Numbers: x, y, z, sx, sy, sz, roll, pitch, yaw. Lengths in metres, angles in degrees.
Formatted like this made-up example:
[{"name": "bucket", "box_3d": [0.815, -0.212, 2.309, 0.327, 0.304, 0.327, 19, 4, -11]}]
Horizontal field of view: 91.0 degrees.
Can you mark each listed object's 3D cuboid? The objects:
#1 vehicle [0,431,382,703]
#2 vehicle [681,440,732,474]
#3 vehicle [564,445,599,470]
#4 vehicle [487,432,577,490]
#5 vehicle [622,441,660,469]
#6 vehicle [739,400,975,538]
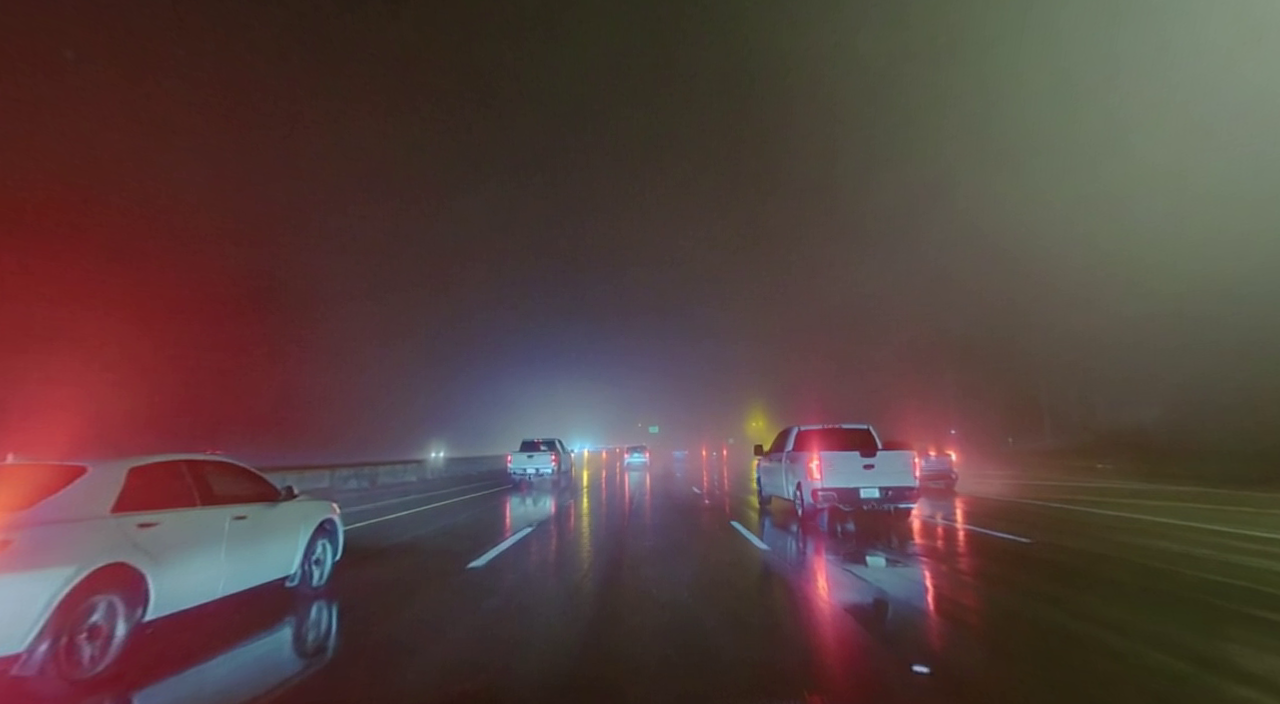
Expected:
[{"name": "vehicle", "box_3d": [-3.860, 1.356, 4.752, 1.947, 1.424, 4.264, 0, -9, 1]}, {"name": "vehicle", "box_3d": [3.467, 5.582, 33.731, 2.145, 1.636, 4.437, 1, -9, -1]}, {"name": "vehicle", "box_3d": [-3.645, 6.639, 39.852, 1.907, 1.484, 3.954, 0, -9, -1]}, {"name": "vehicle", "box_3d": [-3.645, 3.794, 22.261, 2.176, 1.783, 4.799, 0, -9, 2]}, {"name": "vehicle", "box_3d": [0.049, 6.234, 38.108, 2.147, 1.572, 4.094, 0, -9, 0]}, {"name": "vehicle", "box_3d": [3.506, 2.069, 11.709, 2.340, 1.925, 5.529, 0, -9, -1]}]
